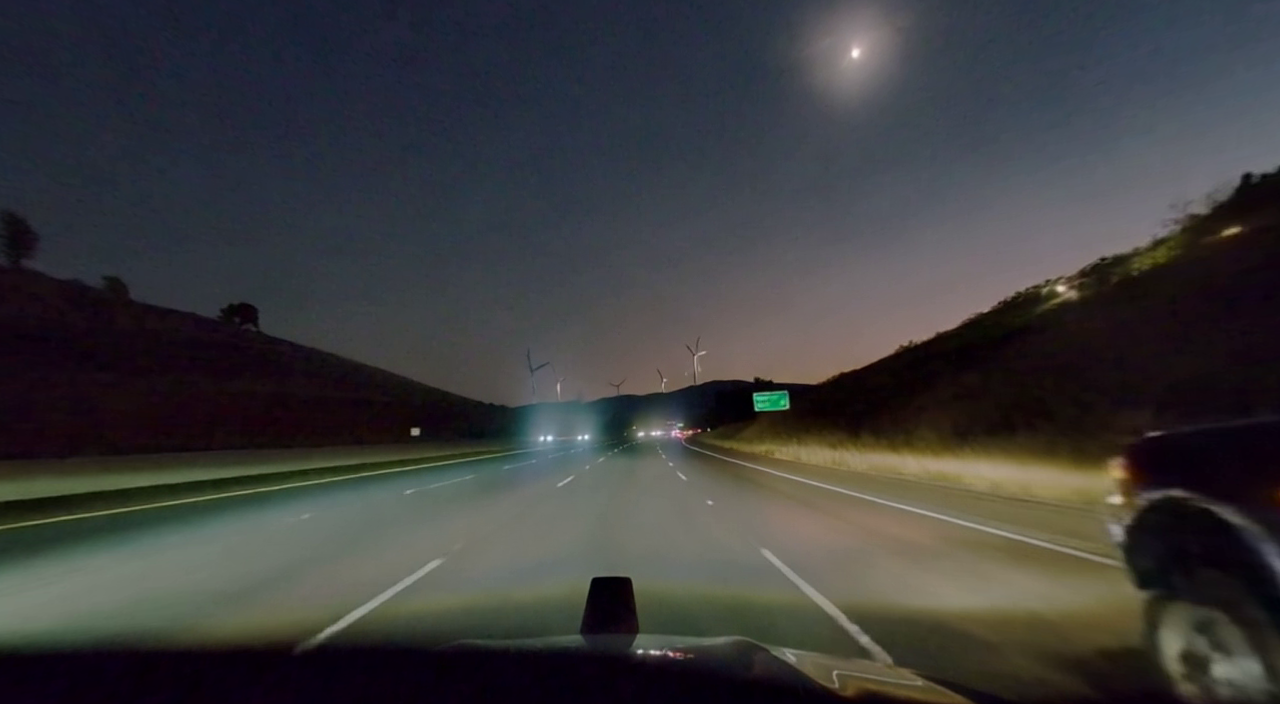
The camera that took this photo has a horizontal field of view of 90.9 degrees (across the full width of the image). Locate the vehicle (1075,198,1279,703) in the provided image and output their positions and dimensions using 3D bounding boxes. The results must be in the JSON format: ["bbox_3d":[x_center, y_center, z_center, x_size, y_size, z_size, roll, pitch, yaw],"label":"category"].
[{"bbox_3d":[3.165,0.262,0.142,2.211,1.982,5.346,0,-8,-1],"label":"vehicle"}]
